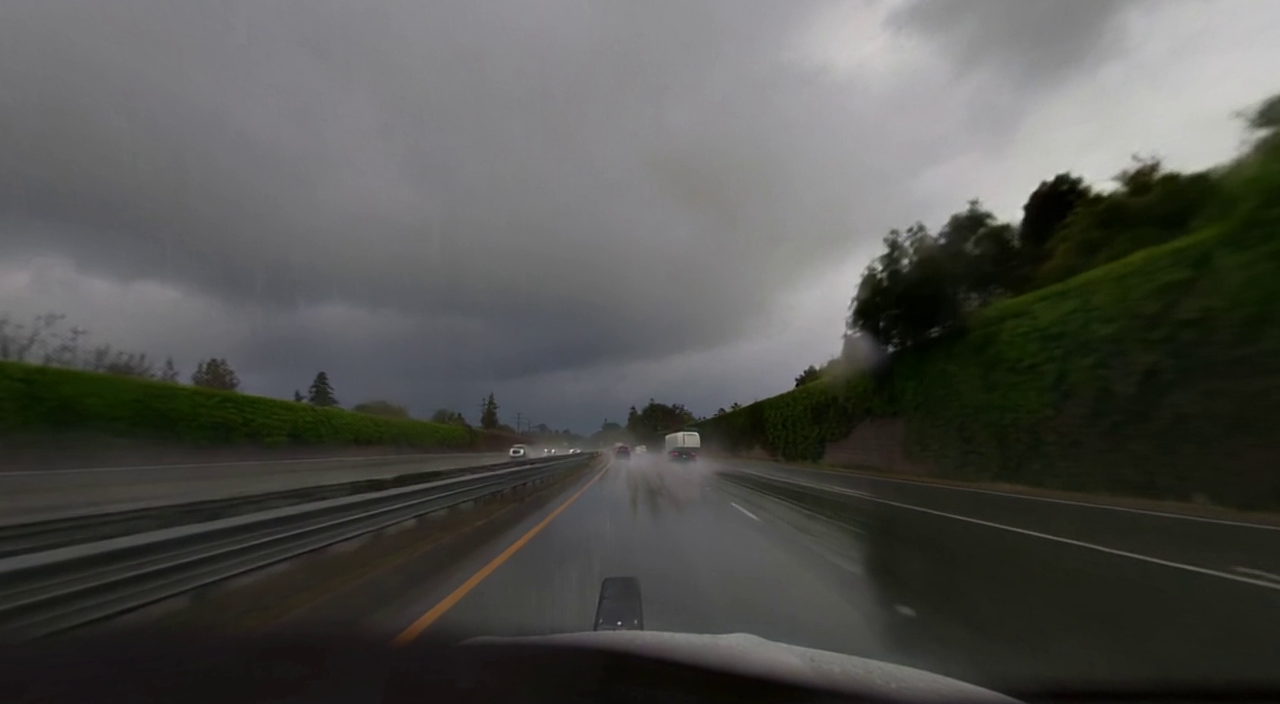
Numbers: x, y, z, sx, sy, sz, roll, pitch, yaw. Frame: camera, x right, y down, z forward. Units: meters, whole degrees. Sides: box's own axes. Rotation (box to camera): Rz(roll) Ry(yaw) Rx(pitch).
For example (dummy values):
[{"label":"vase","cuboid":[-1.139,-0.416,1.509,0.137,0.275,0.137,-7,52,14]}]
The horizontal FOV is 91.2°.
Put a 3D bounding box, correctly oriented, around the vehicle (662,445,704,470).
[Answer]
[{"label":"vehicle","cuboid":[2.732,6.807,40.734,2.244,1.498,4.338,0,-9,-2]}]
